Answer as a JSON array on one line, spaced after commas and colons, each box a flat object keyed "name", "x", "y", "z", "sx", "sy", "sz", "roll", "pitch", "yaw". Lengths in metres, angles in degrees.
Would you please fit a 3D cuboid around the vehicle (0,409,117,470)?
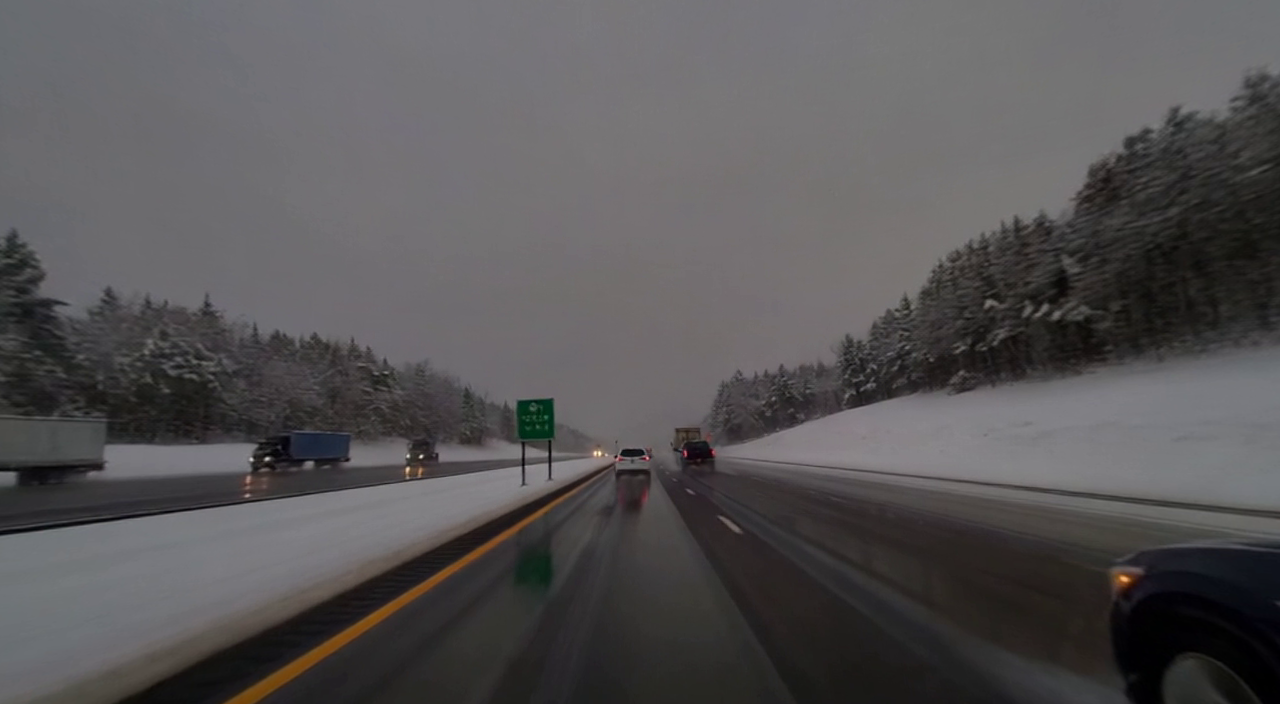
[{"name": "vehicle", "x": -36.565, "y": 4.783, "z": 34.072, "sx": 2.886, "sy": 3.282, "sz": 16.757, "roll": -2, "pitch": -7, "yaw": -2}]

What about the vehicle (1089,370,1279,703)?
[{"name": "vehicle", "x": 3.086, "y": 0.586, "z": 0.495, "sx": 1.997, "sy": 1.534, "sz": 4.664, "roll": 0, "pitch": -9, "yaw": 0}]

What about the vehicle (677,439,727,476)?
[{"name": "vehicle", "x": 3.074, "y": 5.359, "z": 32.088, "sx": 2.048, "sy": 1.704, "sz": 4.284, "roll": 0, "pitch": -9, "yaw": -1}]

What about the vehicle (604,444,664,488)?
[{"name": "vehicle", "x": -0.209, "y": 4.052, "z": 22.638, "sx": 1.970, "sy": 1.441, "sz": 3.846, "roll": 0, "pitch": -9, "yaw": 0}]
